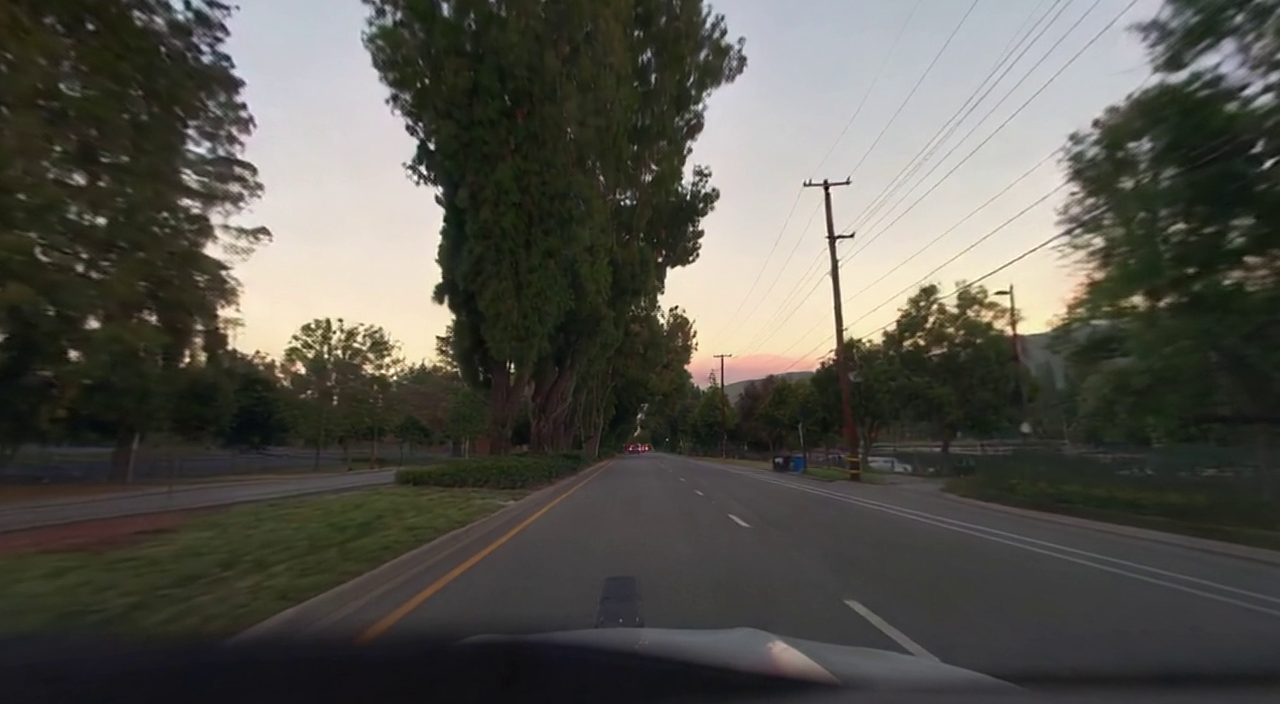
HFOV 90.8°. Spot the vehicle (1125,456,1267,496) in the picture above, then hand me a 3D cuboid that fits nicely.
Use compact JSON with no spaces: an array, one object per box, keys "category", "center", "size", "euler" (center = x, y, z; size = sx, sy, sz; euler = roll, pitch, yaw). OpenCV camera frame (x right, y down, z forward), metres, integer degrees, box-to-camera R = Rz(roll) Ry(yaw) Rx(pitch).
[{"category":"vehicle","center":[24.732,5.493,28.195],"size":[4.592,1.626,1.940],"euler":[0,-9,-4]}]
